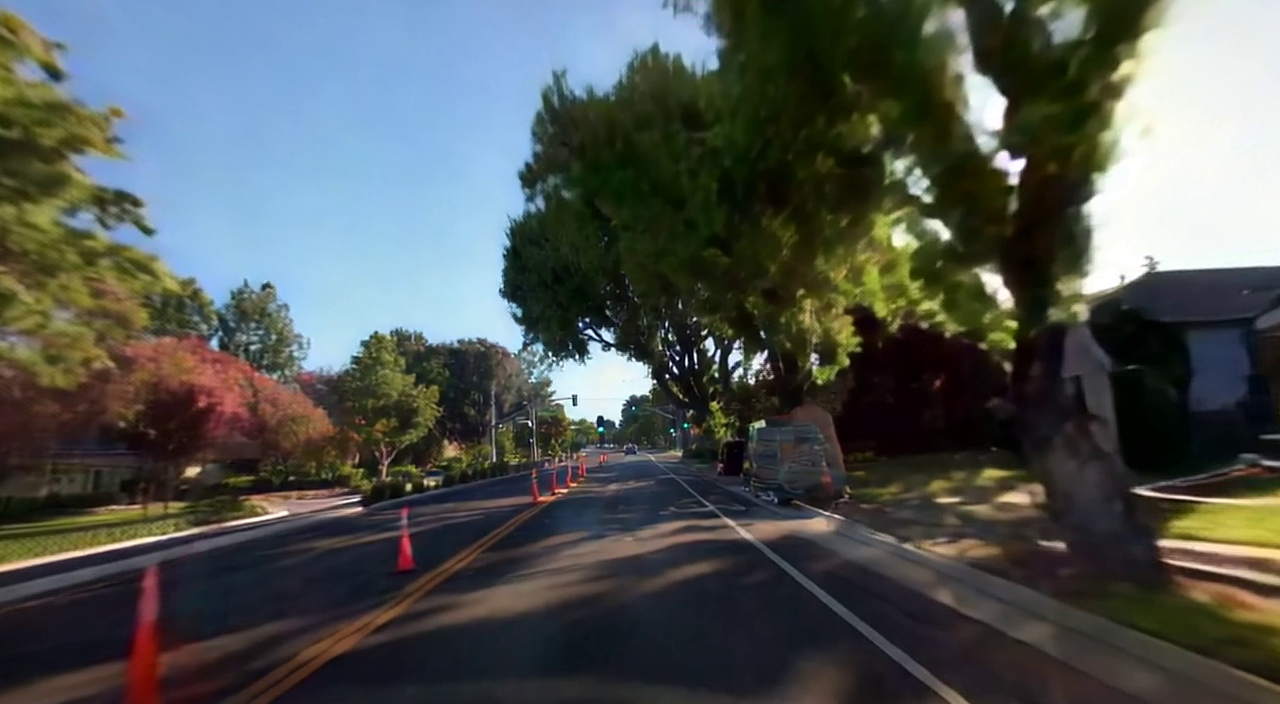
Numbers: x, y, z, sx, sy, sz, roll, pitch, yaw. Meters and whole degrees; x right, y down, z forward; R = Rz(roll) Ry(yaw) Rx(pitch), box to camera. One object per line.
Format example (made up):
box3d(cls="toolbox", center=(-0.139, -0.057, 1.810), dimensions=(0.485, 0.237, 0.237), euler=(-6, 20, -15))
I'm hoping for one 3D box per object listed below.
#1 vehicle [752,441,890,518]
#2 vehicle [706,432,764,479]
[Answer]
box3d(cls="vehicle", center=(3.841, 2.775, 14.329), dimensions=(1.870, 1.441, 4.539), euler=(-1, -9, 1))
box3d(cls="vehicle", center=(4.113, 4.557, 27.995), dimensions=(2.241, 1.935, 3.270), euler=(-1, -9, 4))
